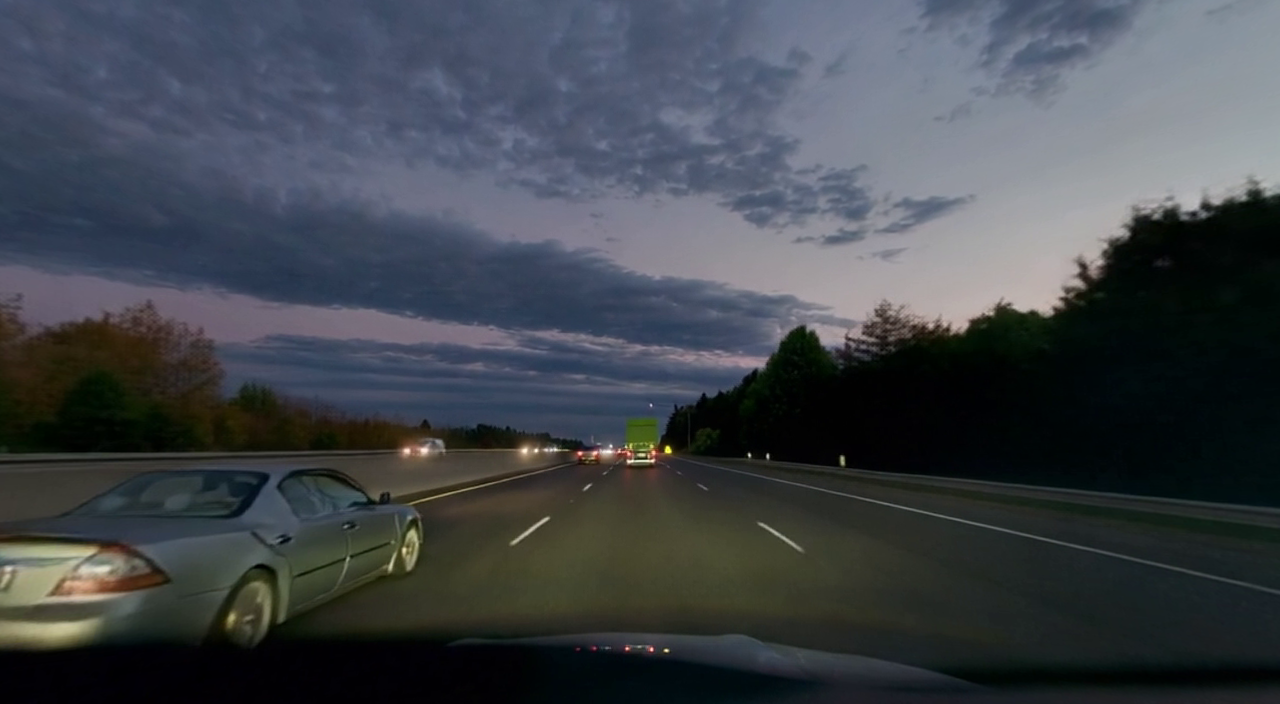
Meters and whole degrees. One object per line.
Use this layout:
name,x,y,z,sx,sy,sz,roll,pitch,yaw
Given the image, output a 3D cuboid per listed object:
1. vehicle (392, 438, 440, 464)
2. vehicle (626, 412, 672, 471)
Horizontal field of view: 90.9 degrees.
vehicle,-17.055,7.577,48.255,2.073,1.817,4.402,0,-9,0
vehicle,0.473,6.288,43.841,2.893,3.628,9.081,0,-9,-1
